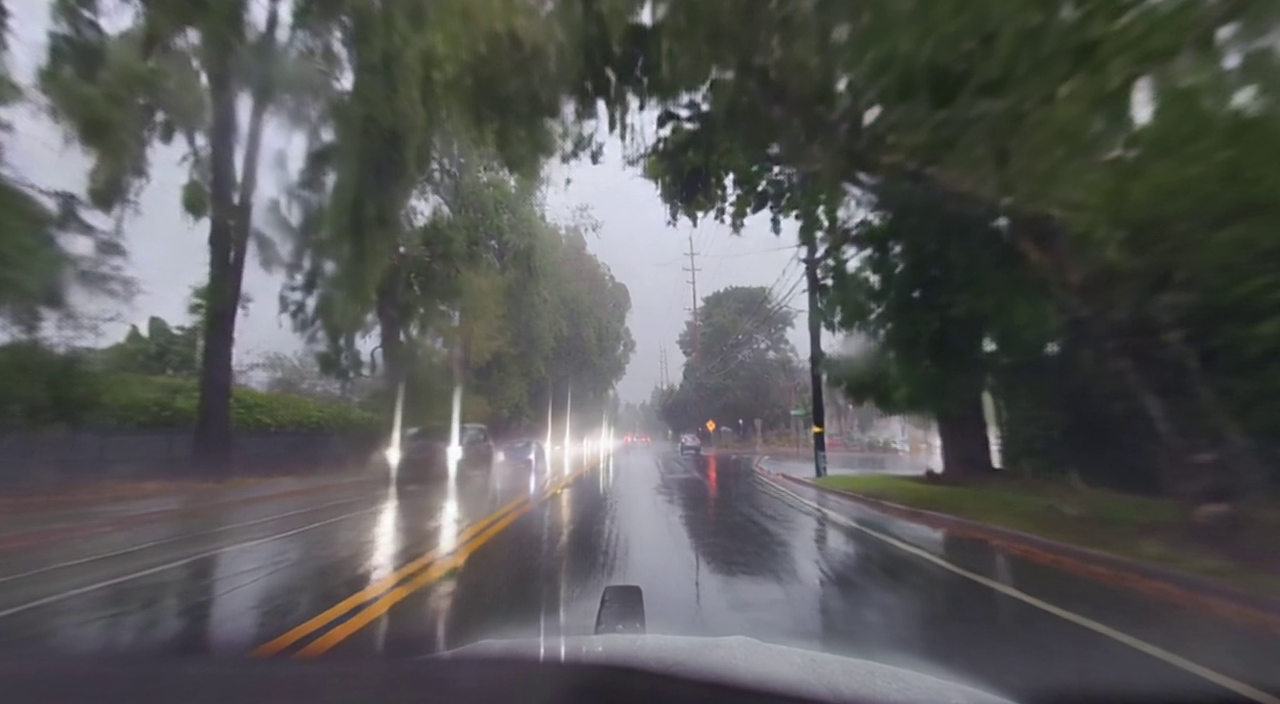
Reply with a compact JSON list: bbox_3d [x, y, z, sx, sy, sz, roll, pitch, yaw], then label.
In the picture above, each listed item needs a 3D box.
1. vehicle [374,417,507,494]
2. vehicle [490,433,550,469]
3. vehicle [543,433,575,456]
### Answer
[{"bbox_3d":[-5.217,2.795,17.285,2.228,1.792,4.397,0,-8,-1],"label":"vehicle"},{"bbox_3d":[-5.246,4.395,28.152,1.909,1.463,4.569,0,-8,-2],"label":"vehicle"},{"bbox_3d":[-6.093,7.023,47.881,2.001,1.616,4.064,0,-8,-1],"label":"vehicle"}]
